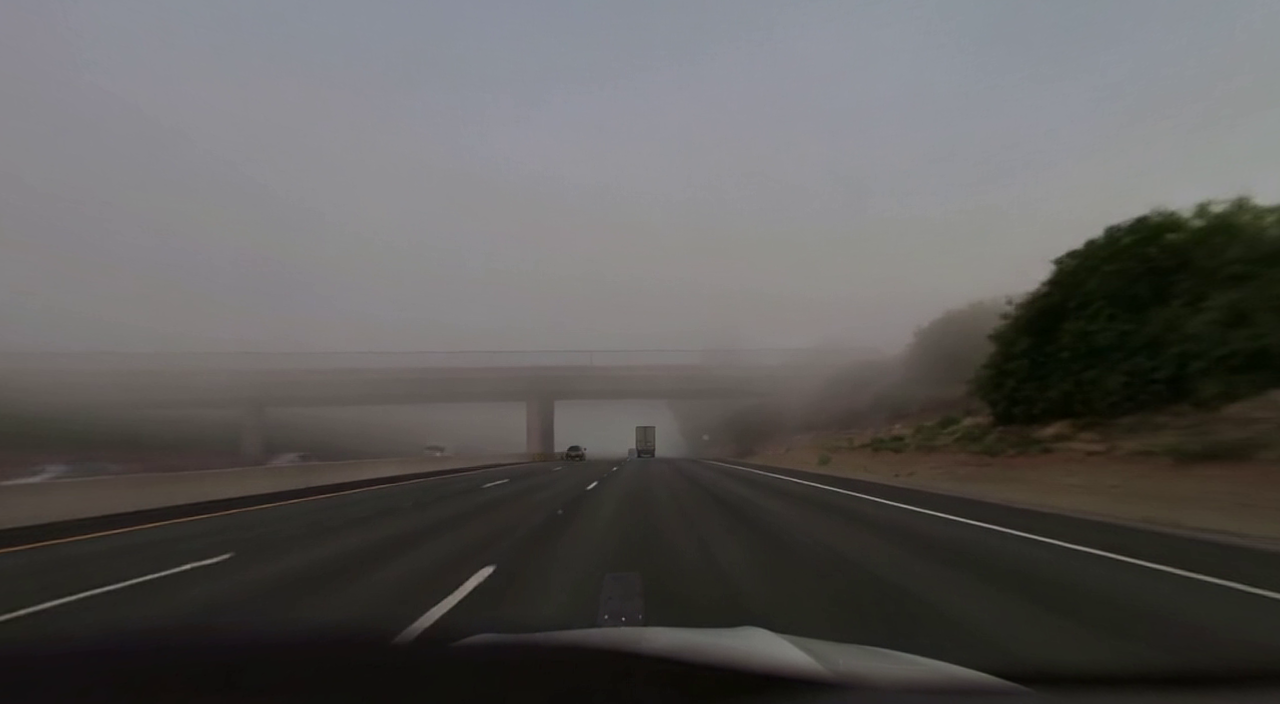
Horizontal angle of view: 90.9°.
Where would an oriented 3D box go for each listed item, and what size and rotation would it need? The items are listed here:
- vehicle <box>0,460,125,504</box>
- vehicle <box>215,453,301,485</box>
[{"bbox_3d":[-23.790,5.223,25.717,1.817,1.475,4.410,0,-8,1],"label":"vehicle"},{"bbox_3d":[-20.202,6.179,33.561,1.879,1.487,4.188,0,-8,1],"label":"vehicle"}]
